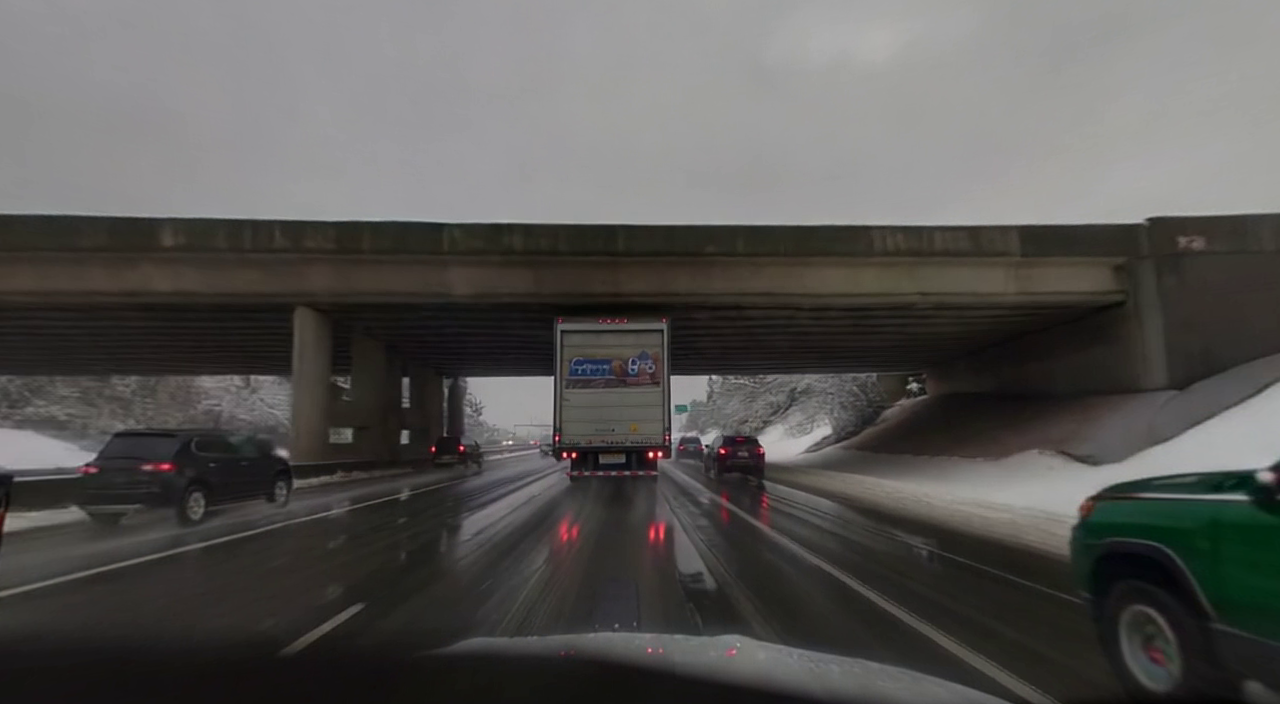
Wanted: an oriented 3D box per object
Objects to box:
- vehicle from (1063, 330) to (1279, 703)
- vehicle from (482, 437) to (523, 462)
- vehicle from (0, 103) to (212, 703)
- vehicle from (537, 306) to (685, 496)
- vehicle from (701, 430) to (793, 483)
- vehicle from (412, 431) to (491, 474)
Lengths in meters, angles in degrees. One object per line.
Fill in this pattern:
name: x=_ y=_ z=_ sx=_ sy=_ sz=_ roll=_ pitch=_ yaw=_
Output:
vehicle: x=3.688 y=0.602 z=1.545 sx=2.118 sy=1.647 sz=4.400 roll=0 pitch=-8 yaw=-2
vehicle: x=-8.865 y=6.309 z=40.857 sx=1.845 sy=1.488 sz=3.656 roll=0 pitch=-8 yaw=0
vehicle: x=-3.714 y=0.142 z=0.648 sx=2.660 sy=2.637 sz=5.634 roll=0 pitch=-8 yaw=-2
vehicle: x=-0.837 y=1.622 z=17.527 sx=2.911 sy=3.787 sz=9.905 roll=0 pitch=-8 yaw=-3
vehicle: x=3.363 y=3.357 z=20.673 sx=2.003 sy=1.519 sz=4.580 roll=0 pitch=-8 yaw=-3
vehicle: x=-8.051 y=4.332 z=27.373 sx=2.057 sy=1.698 sz=4.550 roll=0 pitch=-8 yaw=-1
